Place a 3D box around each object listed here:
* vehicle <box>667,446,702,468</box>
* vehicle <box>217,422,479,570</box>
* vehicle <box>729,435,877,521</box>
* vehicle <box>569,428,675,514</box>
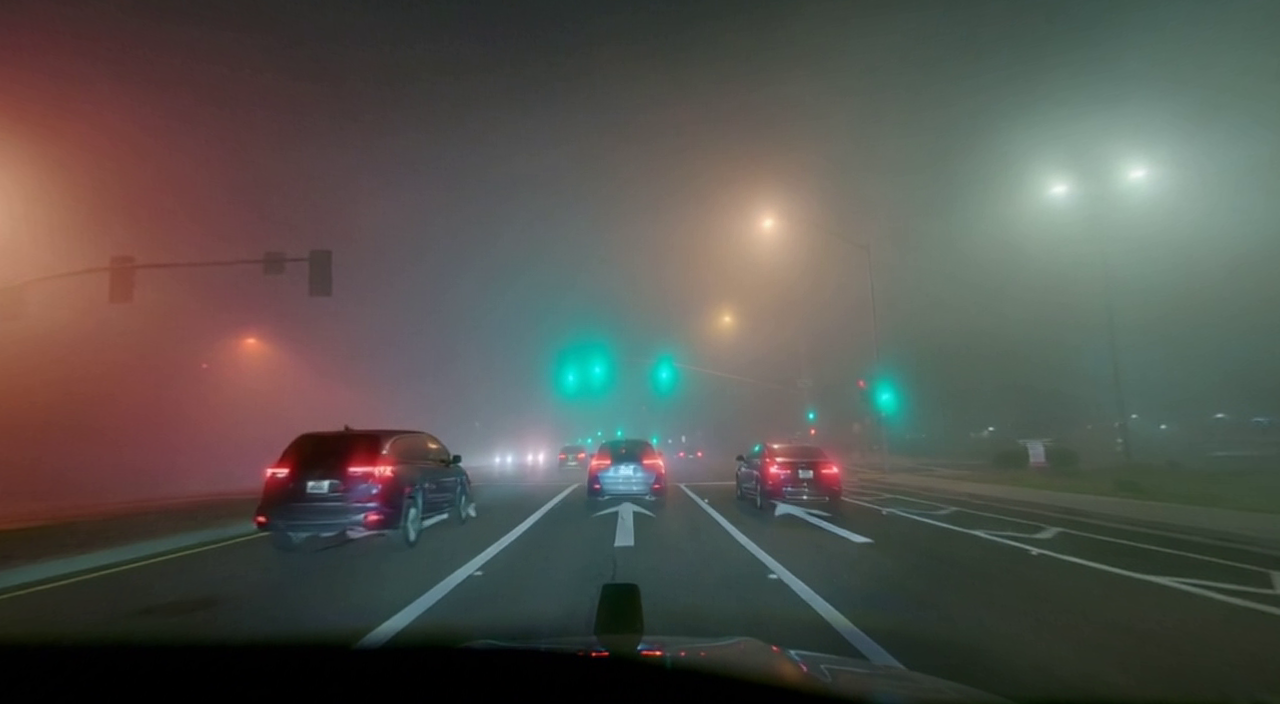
[{"bbox_3d":[3.219,7.698,46.603,2.171,1.469,4.420,0,-8,-1],"label":"vehicle"},{"bbox_3d":[-3.756,1.894,9.081,1.823,1.602,4.061,0,-8,0],"label":"vehicle"},{"bbox_3d":[3.320,2.637,13.773,2.068,1.541,4.041,0,-8,-1],"label":"vehicle"},{"bbox_3d":[-0.381,2.735,15.024,2.150,1.725,4.096,0,-8,0],"label":"vehicle"}]
